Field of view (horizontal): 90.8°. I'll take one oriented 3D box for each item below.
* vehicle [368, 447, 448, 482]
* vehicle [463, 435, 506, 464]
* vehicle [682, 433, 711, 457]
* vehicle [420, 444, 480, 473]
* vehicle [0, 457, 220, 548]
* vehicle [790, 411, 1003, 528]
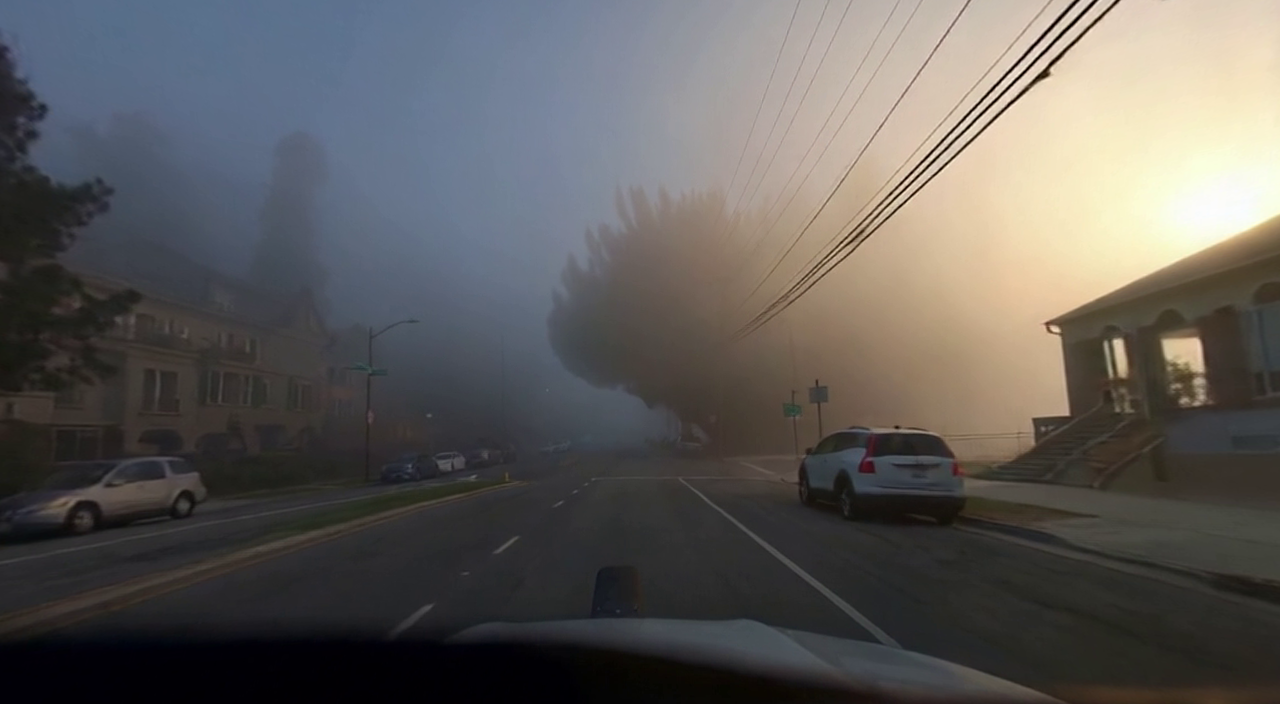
[{"bbox_3d":[-11.213,5.448,30.959,1.970,1.523,4.702,-1,-8,2],"label":"vehicle"},{"bbox_3d":[-11.279,7.124,46.208,2.056,1.980,4.763,0,-8,-1],"label":"vehicle"},{"bbox_3d":[4.252,7.094,48.176,1.867,1.680,4.176,0,-8,0],"label":"vehicle"},{"bbox_3d":[-11.161,6.265,37.460,2.082,1.540,4.654,0,-8,0],"label":"vehicle"},{"bbox_3d":[-11.098,2.975,13.159,1.778,1.470,4.217,0,-8,0],"label":"vehicle"},{"bbox_3d":[4.497,2.128,11.985,2.126,1.802,4.259,0,-8,-2],"label":"vehicle"}]
